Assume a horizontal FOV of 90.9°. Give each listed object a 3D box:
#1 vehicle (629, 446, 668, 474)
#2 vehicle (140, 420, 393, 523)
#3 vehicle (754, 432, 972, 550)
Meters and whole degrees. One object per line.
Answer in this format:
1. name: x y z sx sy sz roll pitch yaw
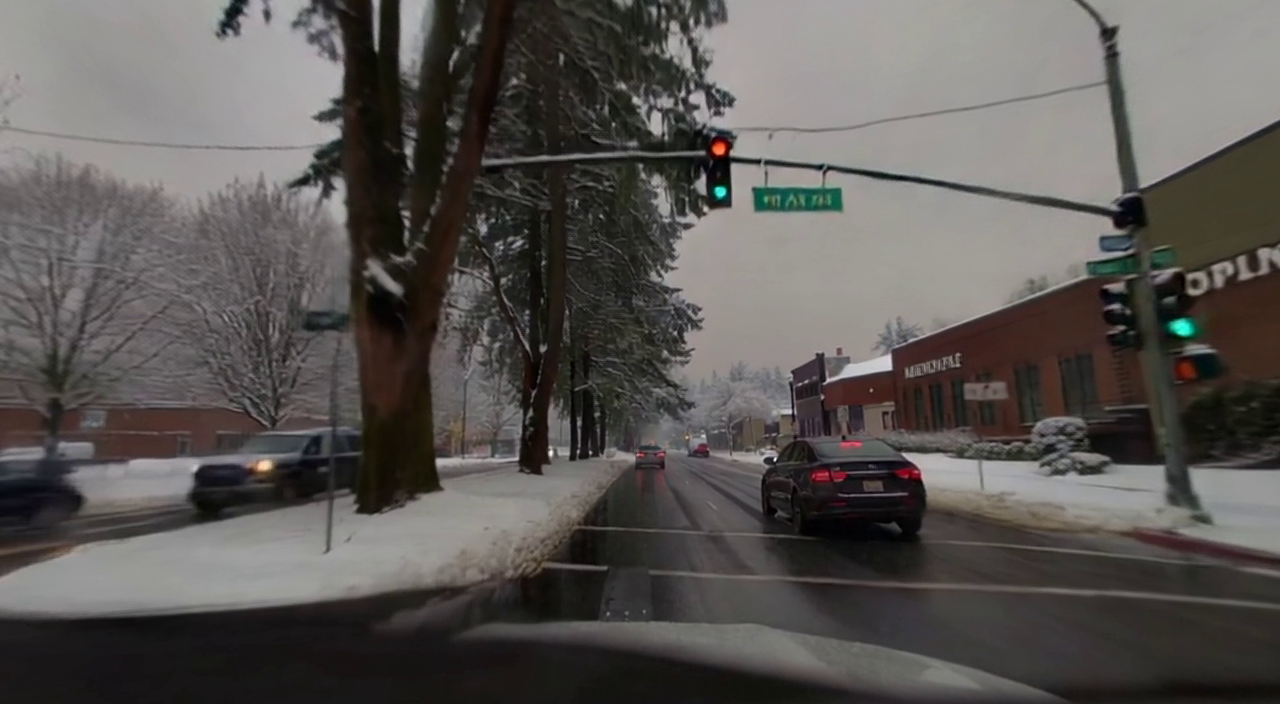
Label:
1. vehicle: 0.458 5.627 33.147 1.945 1.343 3.827 0 -8 1
2. vehicle: -8.257 2.697 14.939 2.329 1.921 5.842 0 -8 1
3. vehicle: 3.253 2.095 10.216 1.989 1.498 4.050 0 -8 -1
